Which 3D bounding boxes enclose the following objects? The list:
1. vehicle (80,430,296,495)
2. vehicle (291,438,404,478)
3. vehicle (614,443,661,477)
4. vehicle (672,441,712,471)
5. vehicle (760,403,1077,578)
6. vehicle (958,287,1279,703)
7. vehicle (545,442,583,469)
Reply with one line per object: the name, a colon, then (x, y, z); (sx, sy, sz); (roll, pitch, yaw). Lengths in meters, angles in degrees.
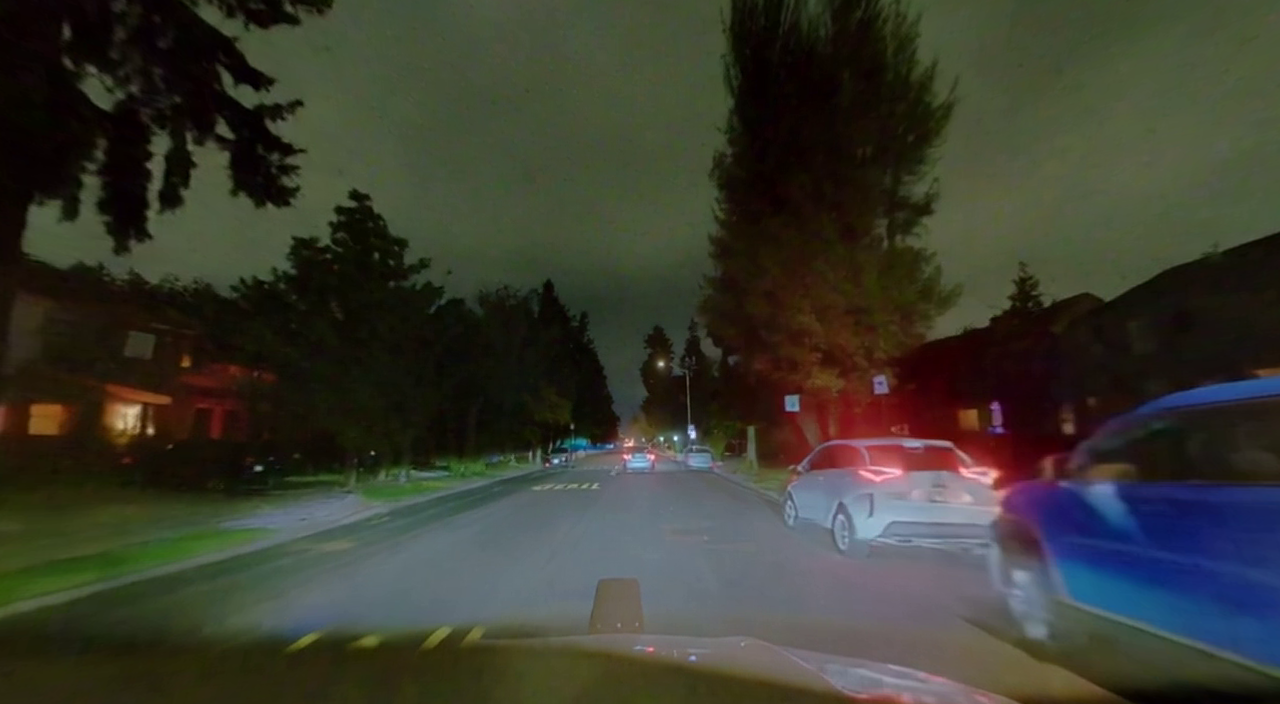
vehicle: (-13.354, 3.273, 18.921); (4.836, 1.831, 1.982); (0, -9, -1)
vehicle: (-13.440, 4.877, 29.248); (4.253, 1.772, 1.980); (0, -9, -3)
vehicle: (-0.131, 4.952, 29.187); (2.000, 1.449, 4.006); (0, -8, 0)
vehicle: (3.093, 6.266, 38.362); (1.978, 1.690, 4.306); (0, -9, -1)
vehicle: (3.449, 1.873, 9.505); (2.135, 1.809, 5.682); (0, -9, -1)
vehicle: (3.595, 0.717, 2.316); (2.221, 1.960, 4.927); (0, -8, 0)
vehicle: (-5.693, 7.783, 47.974); (2.126, 1.816, 4.796); (-3, -8, 1)
